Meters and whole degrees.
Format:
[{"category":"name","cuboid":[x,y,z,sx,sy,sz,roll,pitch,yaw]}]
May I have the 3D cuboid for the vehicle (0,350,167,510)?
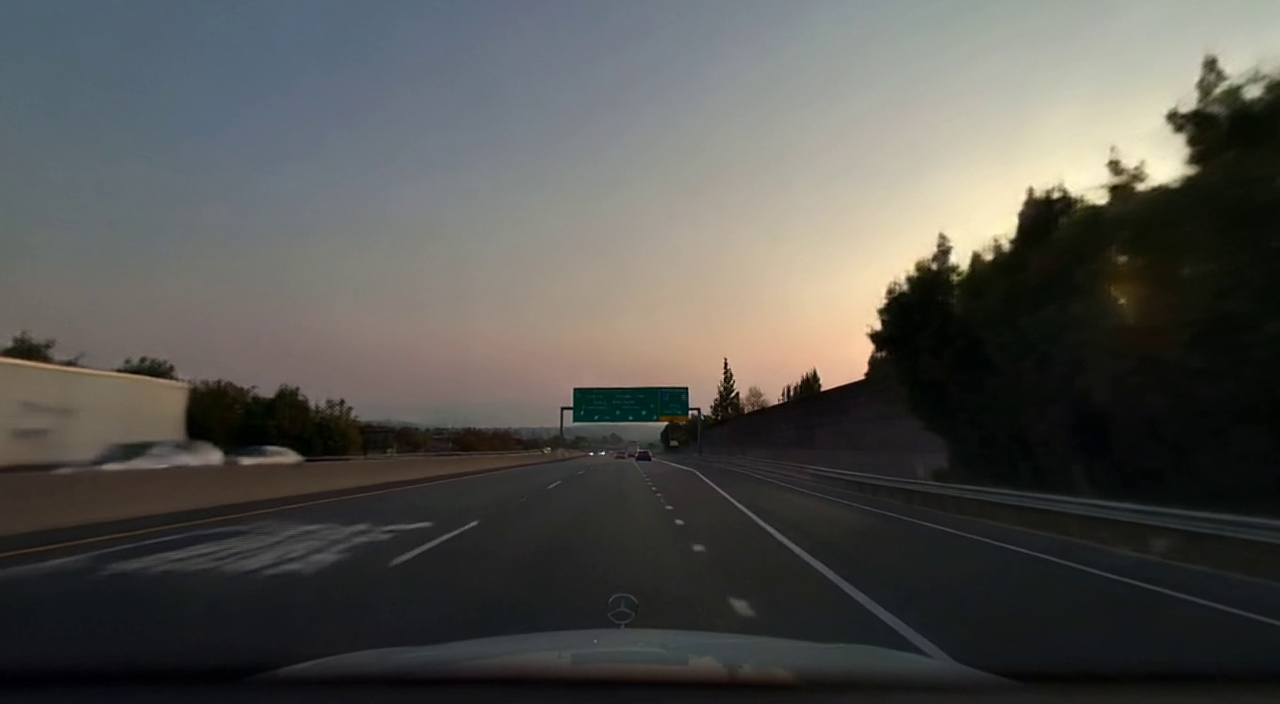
[{"category":"vehicle","cuboid":[-18.155,2.141,17.051,3.044,4.093,10.129,0,-9,-2]}]
